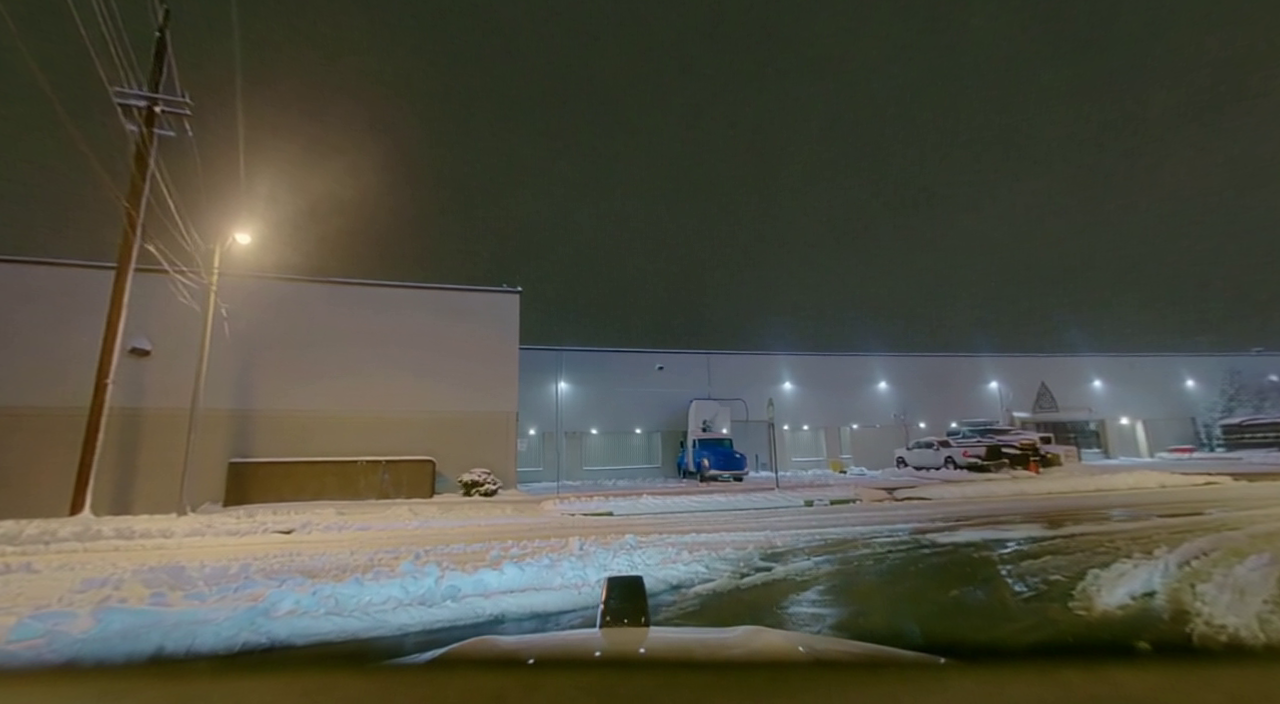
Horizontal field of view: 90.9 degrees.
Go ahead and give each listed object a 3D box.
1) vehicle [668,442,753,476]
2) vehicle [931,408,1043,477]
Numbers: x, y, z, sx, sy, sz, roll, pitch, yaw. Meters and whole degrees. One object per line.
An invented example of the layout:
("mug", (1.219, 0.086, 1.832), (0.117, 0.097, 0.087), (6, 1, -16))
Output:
("vehicle", (4.566, 7.014, 41.309), (5.207, 2.103, 1.997), (0, -8, -5))
("vehicle", (17.250, 4.684, 31.849), (2.298, 3.004, 6.271), (-4, -11, 5))
